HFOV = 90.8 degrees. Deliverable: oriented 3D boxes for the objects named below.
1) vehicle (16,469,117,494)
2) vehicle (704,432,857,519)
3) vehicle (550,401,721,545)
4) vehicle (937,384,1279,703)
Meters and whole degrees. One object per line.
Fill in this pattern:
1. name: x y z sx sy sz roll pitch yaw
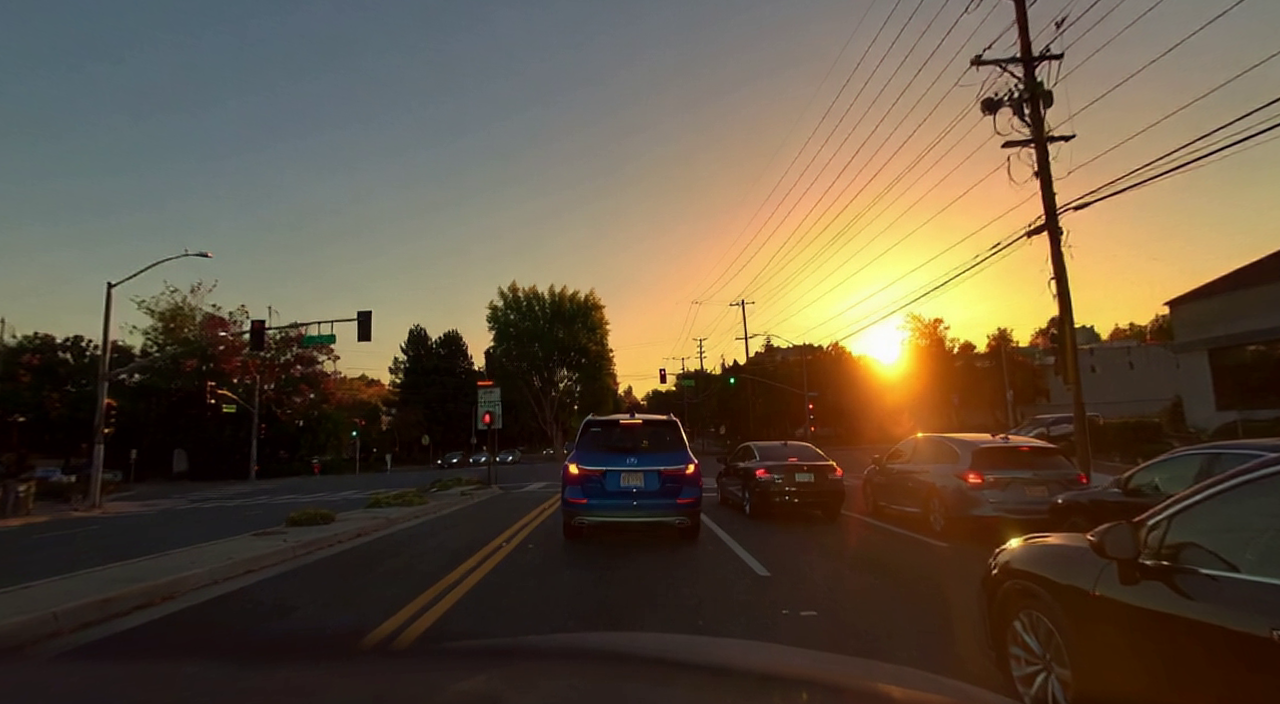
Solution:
1. vehicle: -38.342 8.675 42.331 4.569 1.505 1.992 1 -9 -5
2. vehicle: 2.657 2.463 13.155 2.025 1.477 4.333 0 -8 -2
3. vehicle: -0.125 1.943 10.769 2.236 1.856 4.816 0 -8 -2
4. vehicle: 2.727 0.778 1.414 2.004 1.460 4.297 0 -8 0
